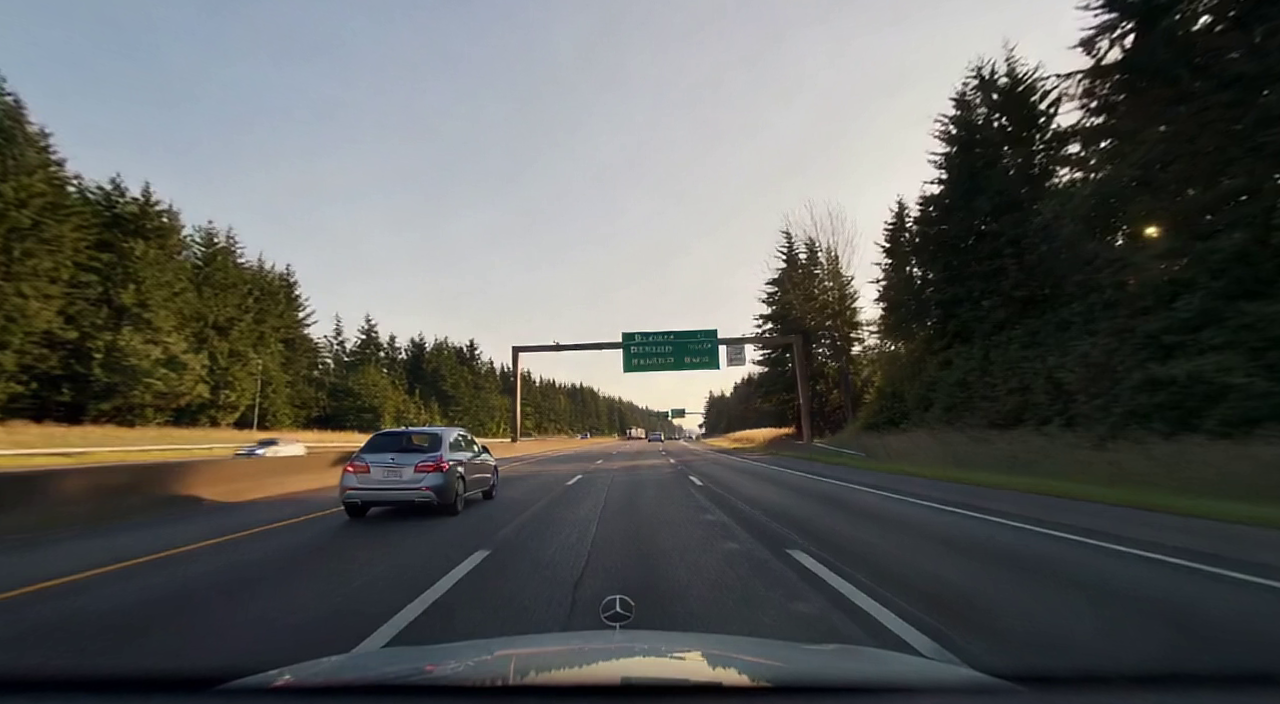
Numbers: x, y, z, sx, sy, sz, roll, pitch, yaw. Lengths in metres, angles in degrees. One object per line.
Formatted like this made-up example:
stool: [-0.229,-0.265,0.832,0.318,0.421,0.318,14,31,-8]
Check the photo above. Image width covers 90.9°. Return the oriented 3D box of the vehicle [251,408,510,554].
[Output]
vehicle: [-3.411,1.768,9.345,2.084,1.654,4.080,0,-8,0]

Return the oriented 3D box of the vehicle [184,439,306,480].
vehicle: [-15.790,4.281,25.557,1.956,1.501,4.682,0,-8,-1]
